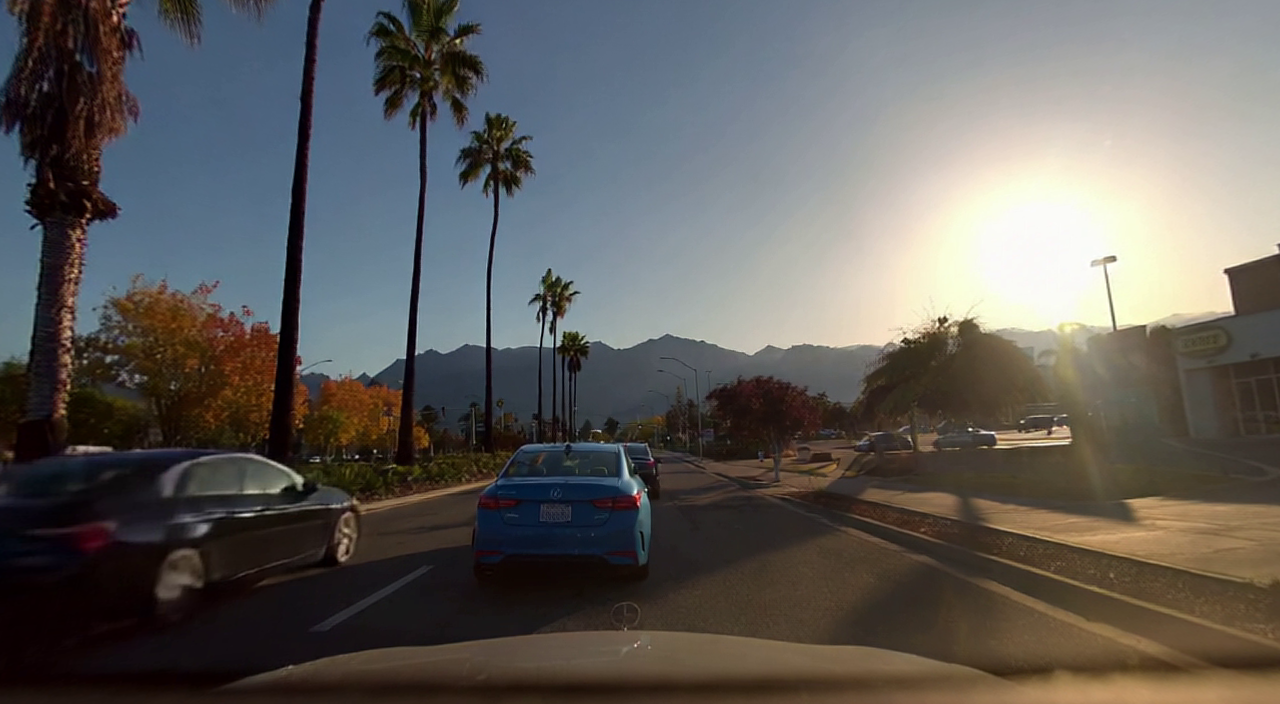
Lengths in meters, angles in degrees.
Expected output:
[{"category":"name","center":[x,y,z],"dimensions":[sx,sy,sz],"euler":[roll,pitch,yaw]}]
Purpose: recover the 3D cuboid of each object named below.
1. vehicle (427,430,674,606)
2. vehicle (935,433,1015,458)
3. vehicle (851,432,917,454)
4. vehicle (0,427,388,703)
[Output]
[{"category":"vehicle","center":[-0.821,1.689,7.347],"dimensions":[2.067,1.459,3.886],"euler":[0,-8,-2]},{"category":"vehicle","center":[21.969,6.116,41.436],"dimensions":[4.640,1.526,1.961],"euler":[3,-9,-22]},{"category":"vehicle","center":[19.201,7.204,49.814],"dimensions":[1.925,1.652,4.490],"euler":[6,-10,-34]},{"category":"vehicle","center":[-4.344,1.510,5.888],"dimensions":[1.964,1.466,5.009],"euler":[0,-8,-1]}]
